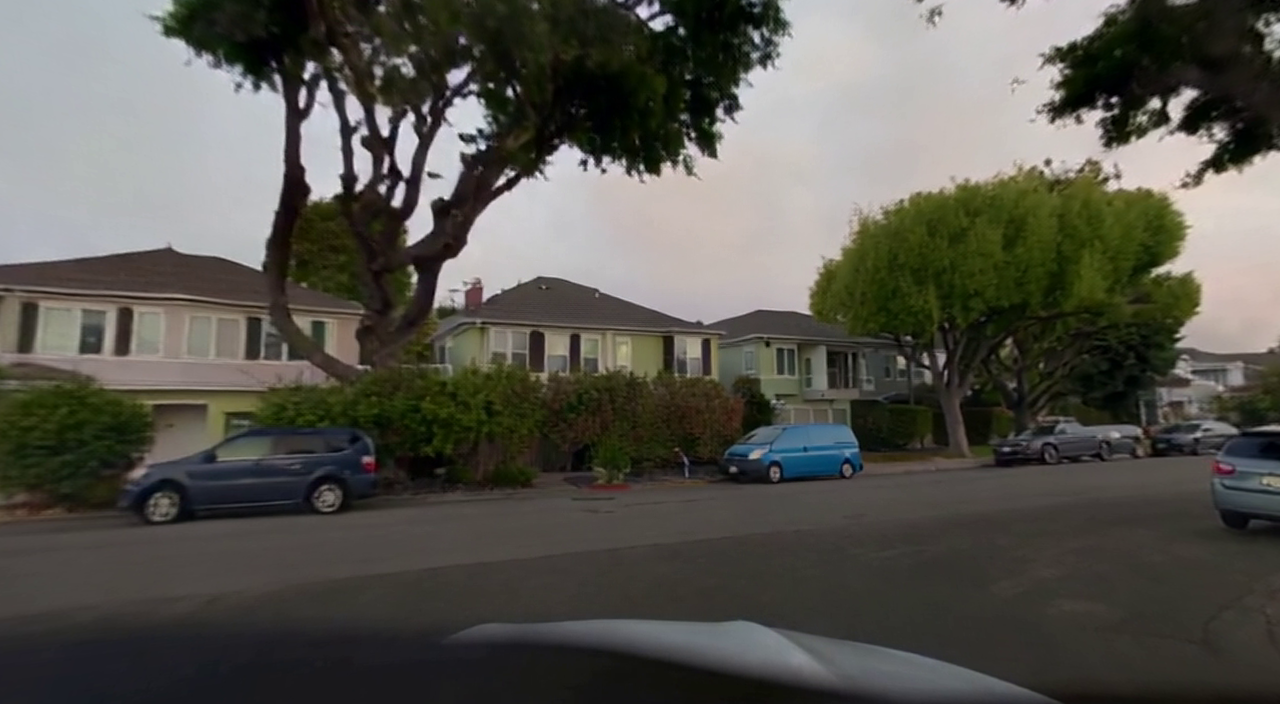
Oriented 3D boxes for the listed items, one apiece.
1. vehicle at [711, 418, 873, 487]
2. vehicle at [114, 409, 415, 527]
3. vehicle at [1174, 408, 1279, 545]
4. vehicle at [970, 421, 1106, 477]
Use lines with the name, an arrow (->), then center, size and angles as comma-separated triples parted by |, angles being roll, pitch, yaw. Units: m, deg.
vehicle -> 3.740, 2.429, 15.528 | 3.513, 1.507, 1.798 | 4, -7, -26
vehicle -> -5.864, 1.774, 10.170 | 3.746, 1.518, 1.845 | 6, -7, -33
vehicle -> 9.029, 1.497, 7.894 | 4.226, 1.507, 2.008 | 4, -8, -28
vehicle -> 12.295, 2.915, 19.459 | 3.785, 1.488, 1.828 | 2, -6, -28
